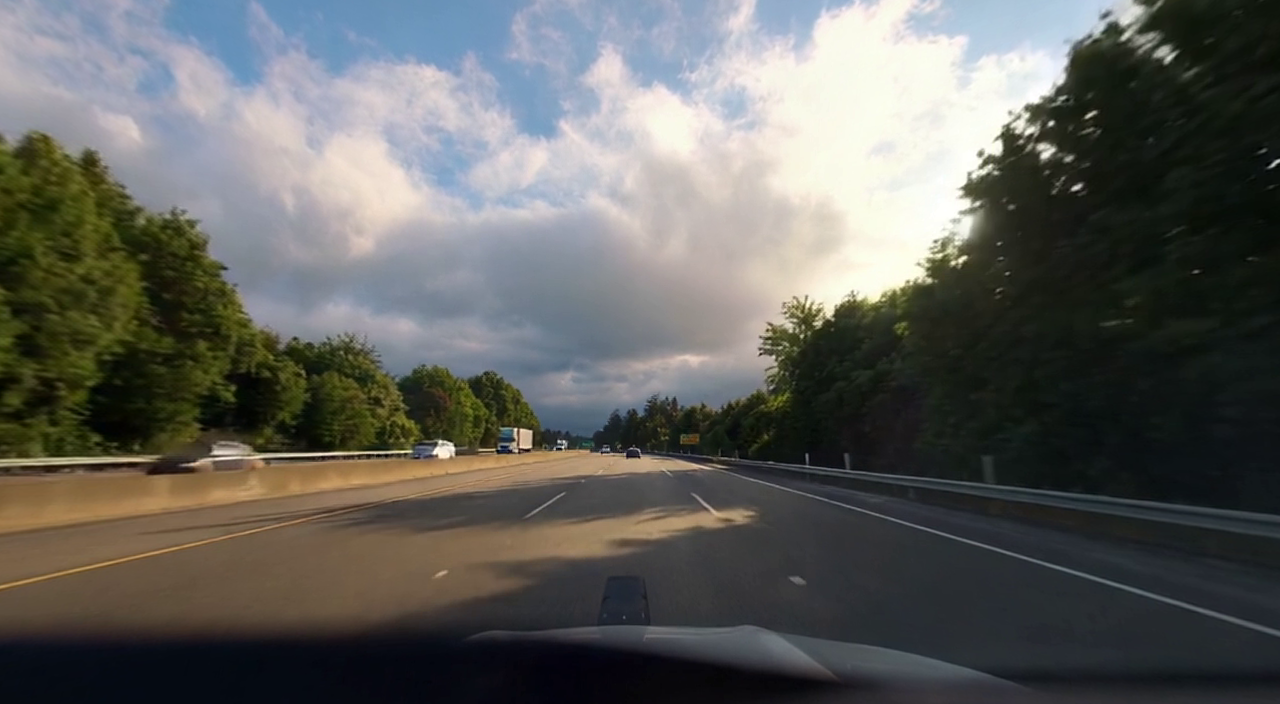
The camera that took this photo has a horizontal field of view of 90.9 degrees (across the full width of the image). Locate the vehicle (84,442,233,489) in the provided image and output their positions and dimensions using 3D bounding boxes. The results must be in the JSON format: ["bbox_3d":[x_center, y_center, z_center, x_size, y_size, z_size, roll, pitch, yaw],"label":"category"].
[{"bbox_3d":[-16.501,3.898,21.920,1.787,1.456,4.219,0,-9,0],"label":"vehicle"}]
